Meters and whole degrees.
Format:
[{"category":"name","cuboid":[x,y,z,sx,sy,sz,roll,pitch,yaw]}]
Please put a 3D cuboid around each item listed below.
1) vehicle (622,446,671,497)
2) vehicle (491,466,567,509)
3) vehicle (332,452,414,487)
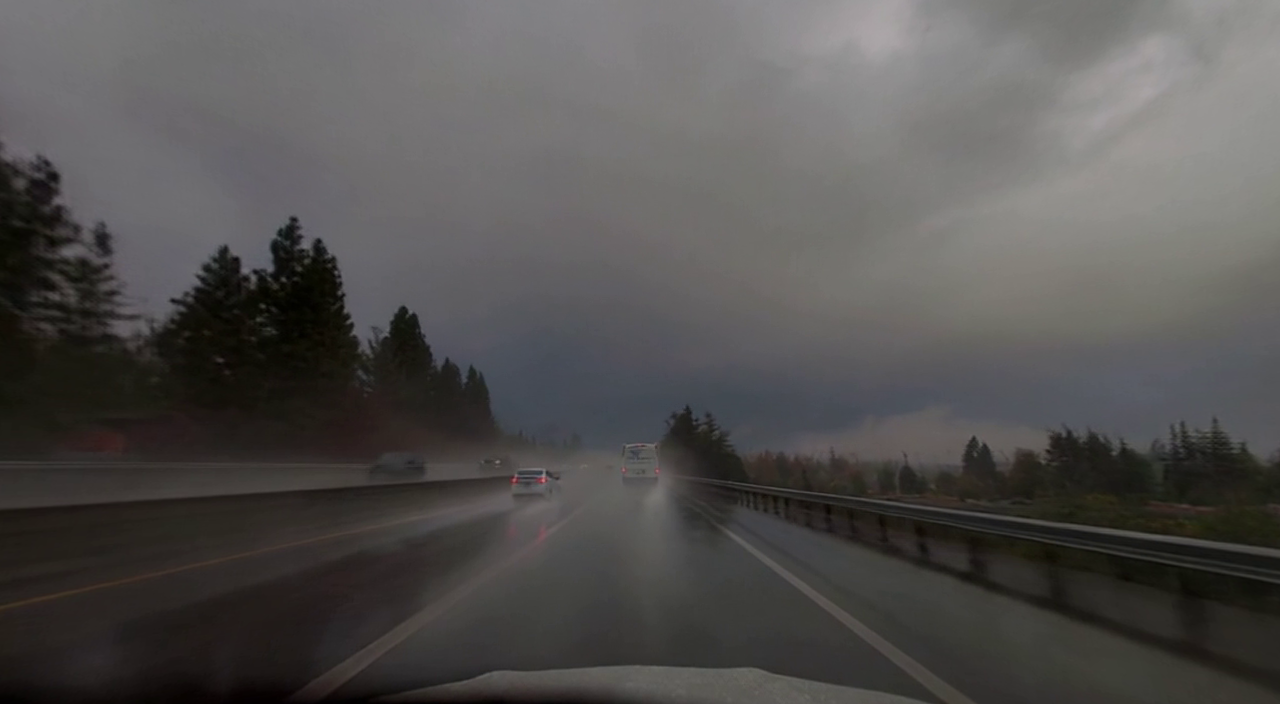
[{"category":"vehicle","cuboid":[0.286,6.636,35.061,2.482,2.549,5.447,1,-11,-1]},{"category":"vehicle","cuboid":[-4.279,5.327,25.094,2.128,1.491,4.508,1,-11,1]},{"category":"vehicle","cuboid":[-12.748,5.671,30.456,1.977,1.491,4.522,1,-11,0]}]
